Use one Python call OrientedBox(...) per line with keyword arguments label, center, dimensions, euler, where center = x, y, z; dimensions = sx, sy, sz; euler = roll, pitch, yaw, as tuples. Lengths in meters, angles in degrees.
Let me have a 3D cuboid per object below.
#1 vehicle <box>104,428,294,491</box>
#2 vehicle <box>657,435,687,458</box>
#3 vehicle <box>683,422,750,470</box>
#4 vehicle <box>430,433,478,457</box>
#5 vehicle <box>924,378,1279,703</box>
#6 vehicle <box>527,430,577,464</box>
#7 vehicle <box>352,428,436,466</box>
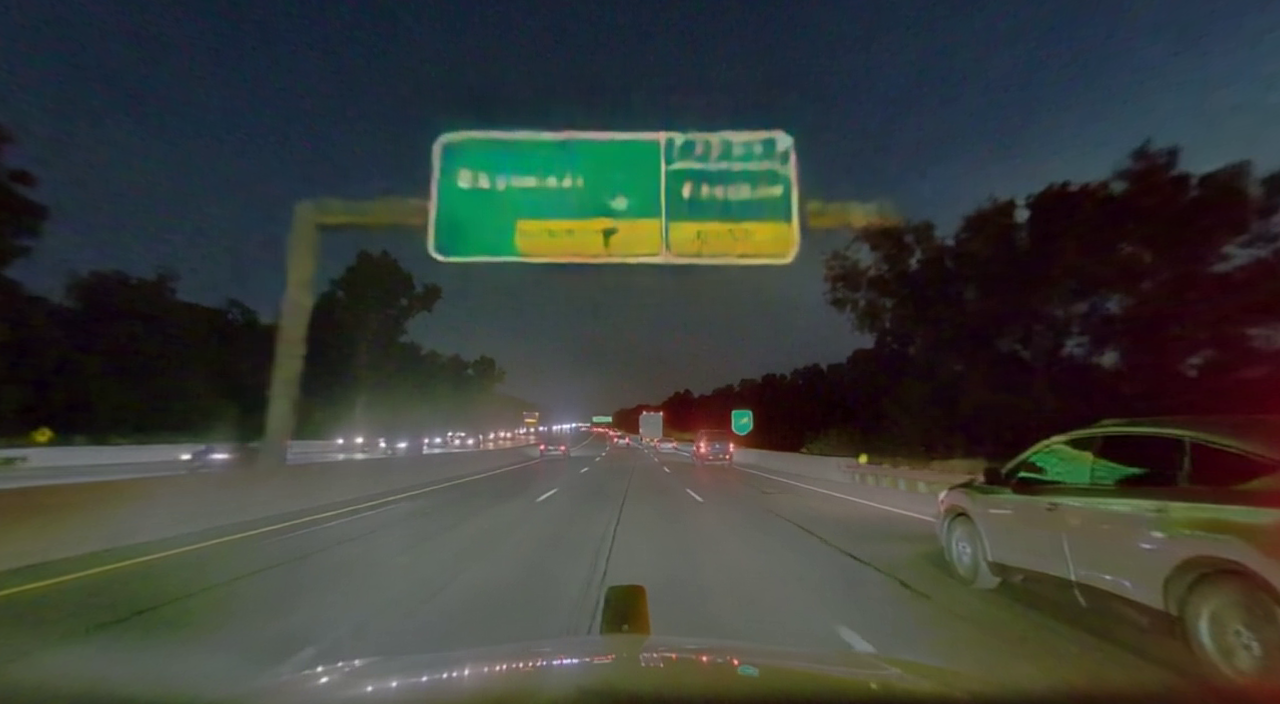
OrientedBox(label="vehicle", center=(-11.767, 2.879, 17.265), dimensions=(2.117, 1.498, 4.271), euler=(0, -8, 0))
OrientedBox(label="vehicle", center=(2.119, 6.461, 43.054), dimensions=(1.844, 1.462, 3.736), euler=(0, -8, 0))
OrientedBox(label="vehicle", center=(3.291, 4.188, 28.280), dimensions=(2.207, 1.937, 5.610), euler=(0, -8, -1))
OrientedBox(label="vehicle", center=(-11.472, 5.762, 39.024), dimensions=(1.727, 1.433, 3.940), euler=(0, -8, 0))
OrientedBox(label="vehicle", center=(3.651, 0.986, 3.437), dimensions=(2.127, 1.497, 4.445), euler=(0, -8, 0))
OrientedBox(label="vehicle", center=(-4.605, 5.019, 33.453), dimensions=(2.058, 1.689, 4.315), euler=(0, -8, 0))
OrientedBox(label="vehicle", center=(-10.854, 4.226, 28.116), dimensions=(1.948, 1.538, 4.322), euler=(0, -8, 1))
